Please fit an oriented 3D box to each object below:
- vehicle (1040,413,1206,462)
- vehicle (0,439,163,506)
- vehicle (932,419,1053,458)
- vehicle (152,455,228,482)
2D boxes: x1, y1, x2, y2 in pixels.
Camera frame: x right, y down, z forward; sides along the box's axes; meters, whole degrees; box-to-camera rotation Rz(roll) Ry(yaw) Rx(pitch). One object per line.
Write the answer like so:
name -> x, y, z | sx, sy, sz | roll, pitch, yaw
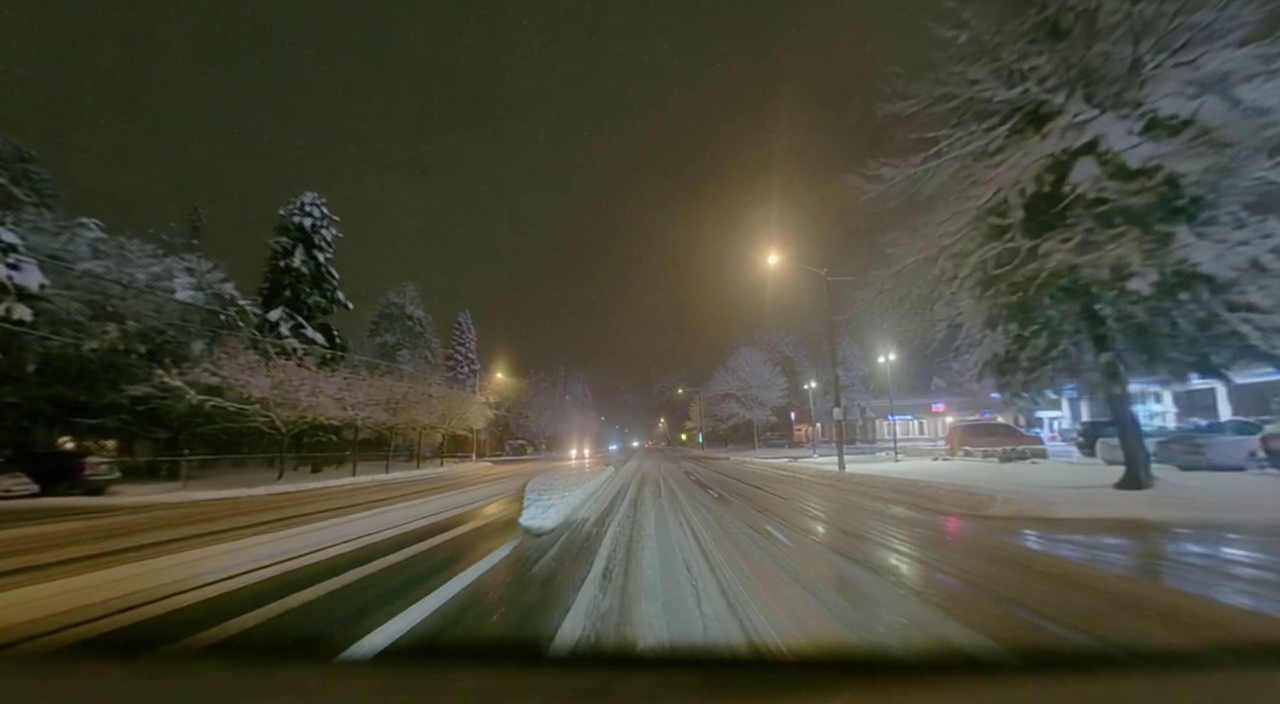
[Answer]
vehicle -> 17.592, 3.151, 23.171 | 4.426, 1.700, 2.077 | 0, -8, -4
vehicle -> -19.840, 4.007, 21.731 | 2.280, 1.968, 5.805 | 0, -8, 0
vehicle -> 16.909, 4.181, 30.494 | 4.594, 1.751, 2.071 | 0, -8, -1
vehicle -> -26.609, 6.868, 37.481 | 1.768, 1.465, 3.569 | -1, -8, 3
